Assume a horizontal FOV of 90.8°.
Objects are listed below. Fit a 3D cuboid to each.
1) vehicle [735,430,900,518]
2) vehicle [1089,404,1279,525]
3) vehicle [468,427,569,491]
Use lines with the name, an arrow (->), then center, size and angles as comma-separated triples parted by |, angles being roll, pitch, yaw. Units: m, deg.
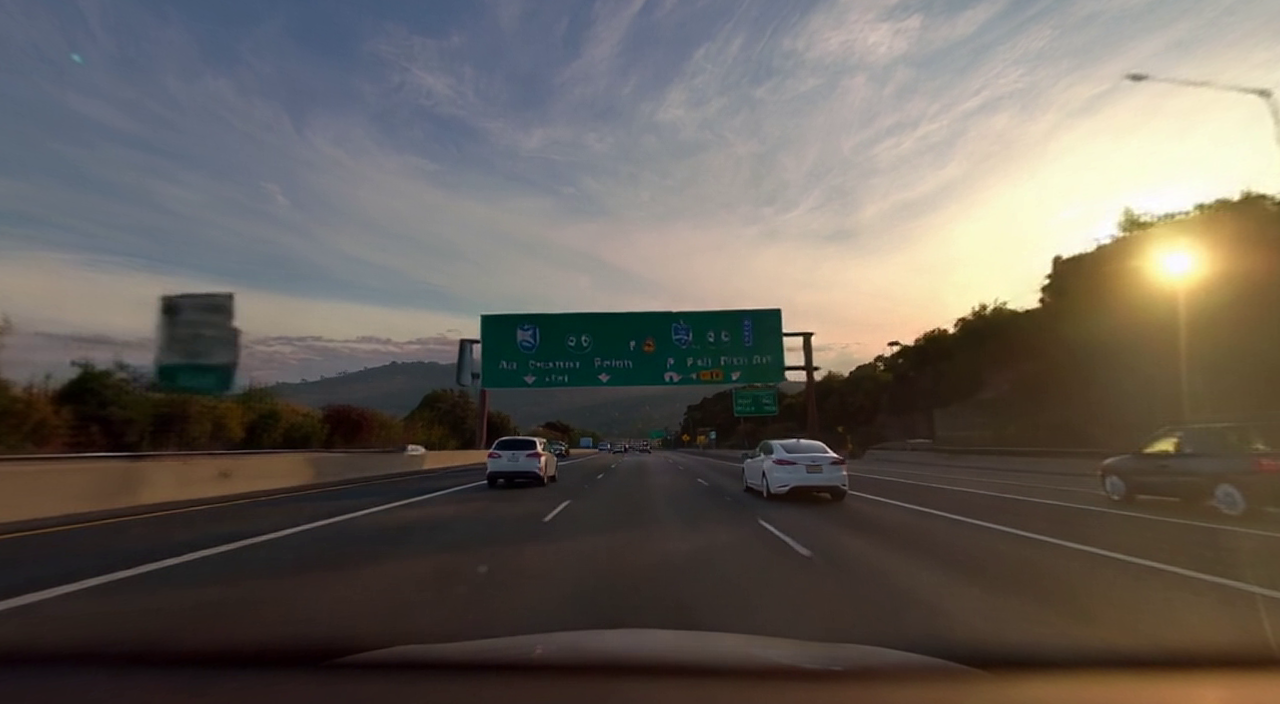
vehicle -> 3.559, 2.547, 13.814 | 2.107, 1.550, 4.949 | 0, -8, -1
vehicle -> 11.110, 1.937, 11.052 | 2.223, 1.865, 5.704 | 0, -8, -1
vehicle -> -3.618, 3.312, 19.785 | 2.193, 1.746, 4.512 | 0, -8, 1
